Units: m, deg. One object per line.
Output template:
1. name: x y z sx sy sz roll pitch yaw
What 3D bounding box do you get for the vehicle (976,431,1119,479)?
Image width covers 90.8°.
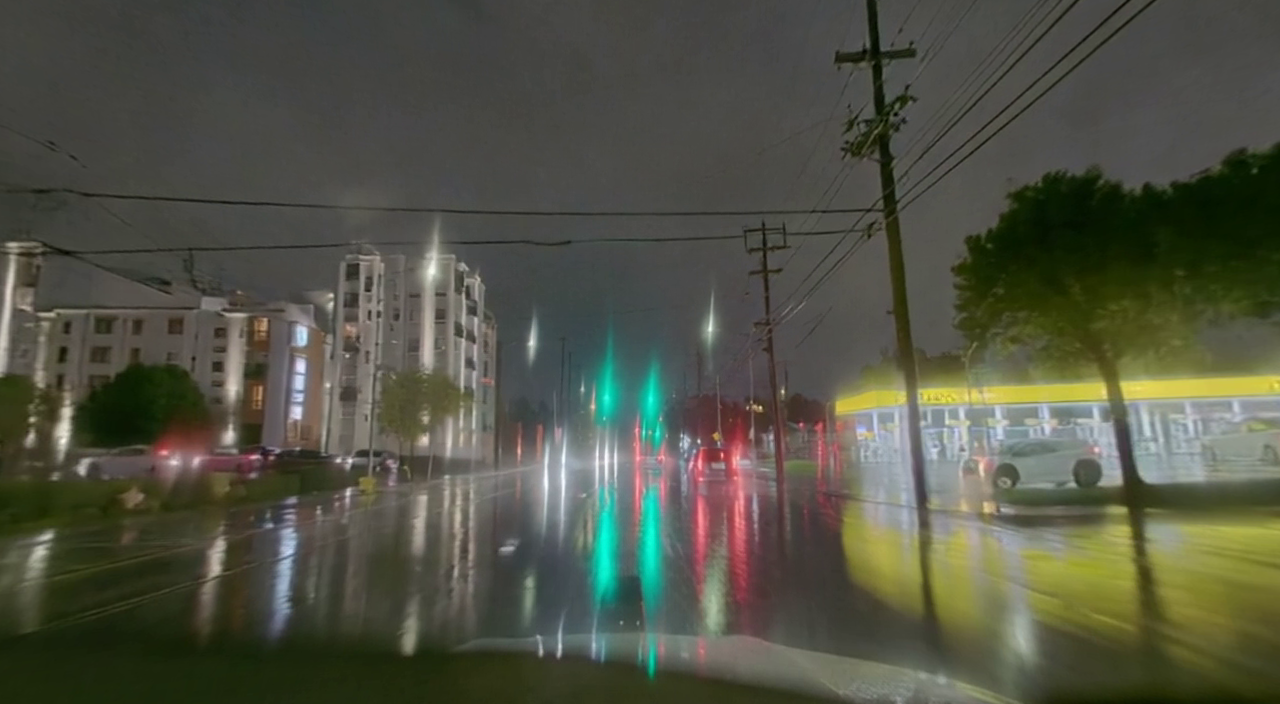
1. vehicle: 14.191 3.592 22.393 1.846 1.480 4.649 0 -8 -2

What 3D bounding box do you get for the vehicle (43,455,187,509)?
1. vehicle: -17.076 4.215 20.610 3.631 1.452 1.610 -3 -3 9

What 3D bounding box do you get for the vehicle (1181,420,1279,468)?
1. vehicle: 21.594 3.189 22.070 1.856 1.530 3.933 0 -8 1

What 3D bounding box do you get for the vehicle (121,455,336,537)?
1. vehicle: -9.066 3.157 14.506 1.859 1.451 4.447 -1 -8 1

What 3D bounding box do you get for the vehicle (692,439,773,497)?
1. vehicle: 2.847 3.660 20.466 1.945 1.647 4.160 0 -8 -1

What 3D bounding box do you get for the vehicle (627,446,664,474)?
1. vehicle: 0.340 6.101 35.979 1.999 1.487 3.939 0 -8 1
